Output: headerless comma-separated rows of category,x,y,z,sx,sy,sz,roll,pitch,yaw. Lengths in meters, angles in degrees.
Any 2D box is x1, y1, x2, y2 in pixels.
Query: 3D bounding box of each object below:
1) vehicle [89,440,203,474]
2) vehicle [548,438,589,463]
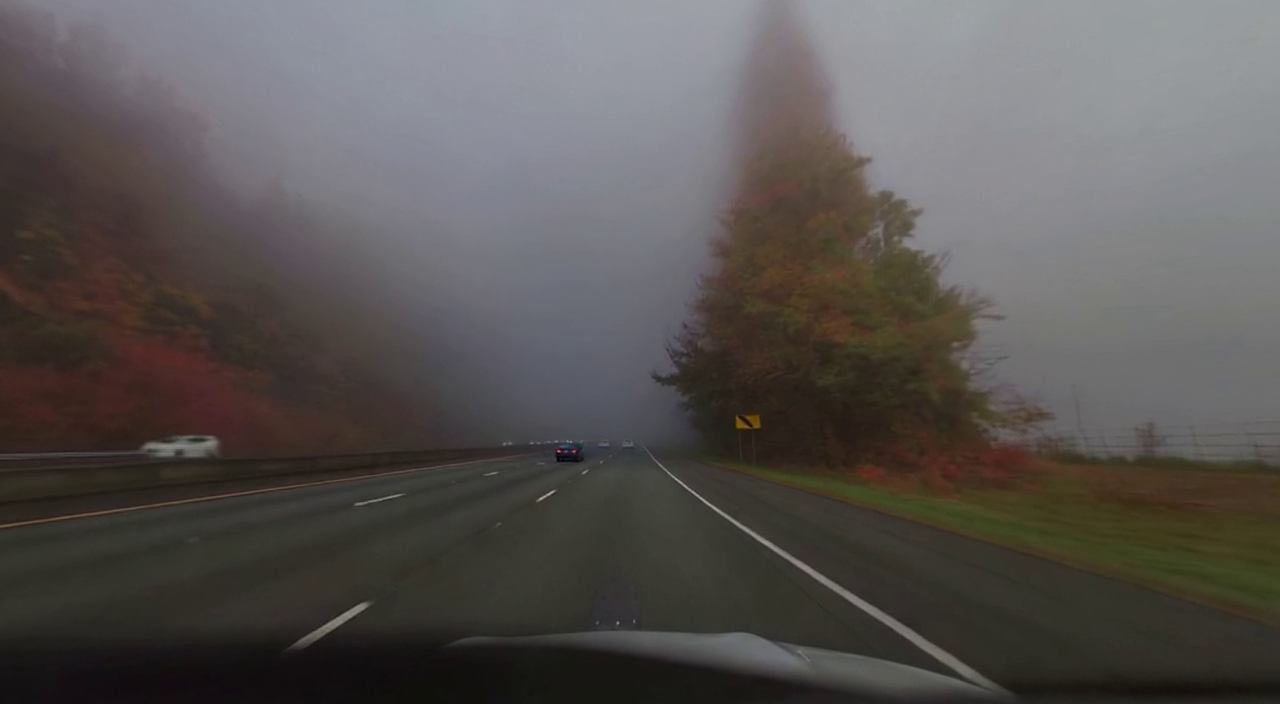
vehicle,-24.708,5.236,31.709,1.970,1.504,4.664,0,-8,0
vehicle,-4.446,6.195,39.836,2.004,1.497,4.260,0,-8,1
